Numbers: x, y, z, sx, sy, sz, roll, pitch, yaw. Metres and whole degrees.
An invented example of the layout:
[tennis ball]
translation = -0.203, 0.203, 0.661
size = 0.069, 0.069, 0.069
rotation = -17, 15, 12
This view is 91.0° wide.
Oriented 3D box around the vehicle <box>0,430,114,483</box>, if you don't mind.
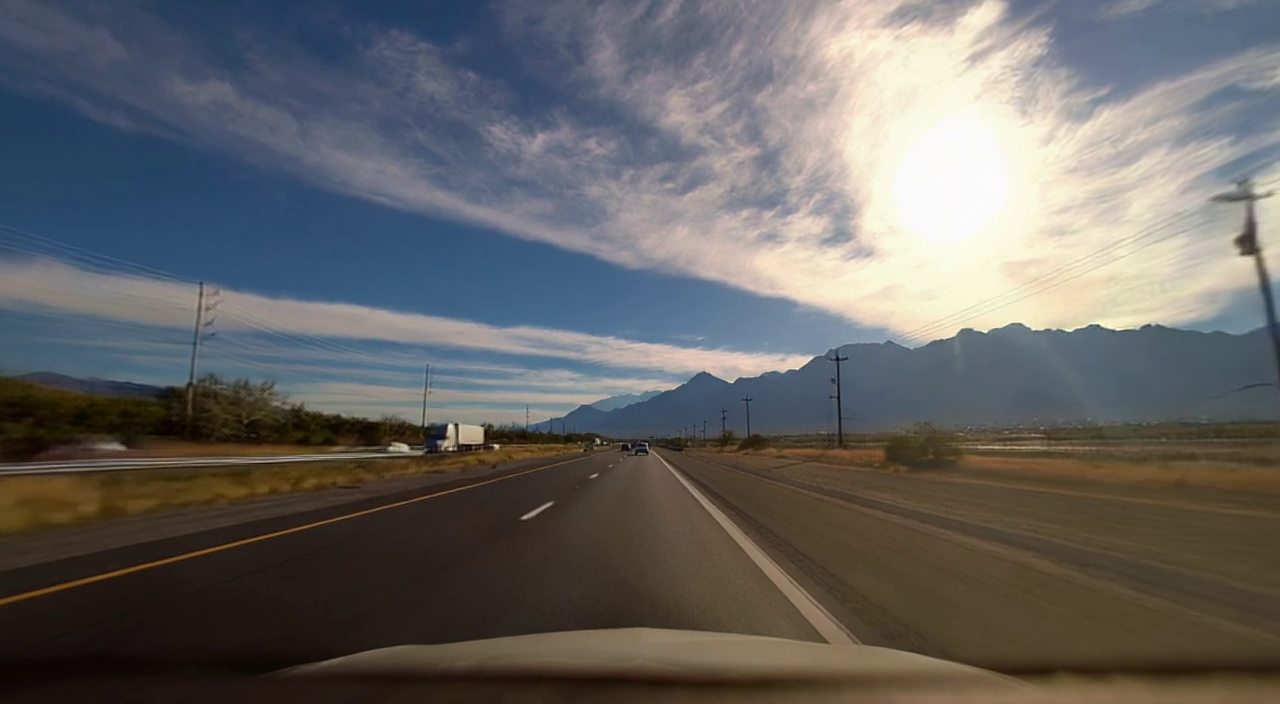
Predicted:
[vehicle]
translation = -22.442, 3.796, 23.092
size = 2.156, 1.749, 4.634
rotation = 0, -8, 1
